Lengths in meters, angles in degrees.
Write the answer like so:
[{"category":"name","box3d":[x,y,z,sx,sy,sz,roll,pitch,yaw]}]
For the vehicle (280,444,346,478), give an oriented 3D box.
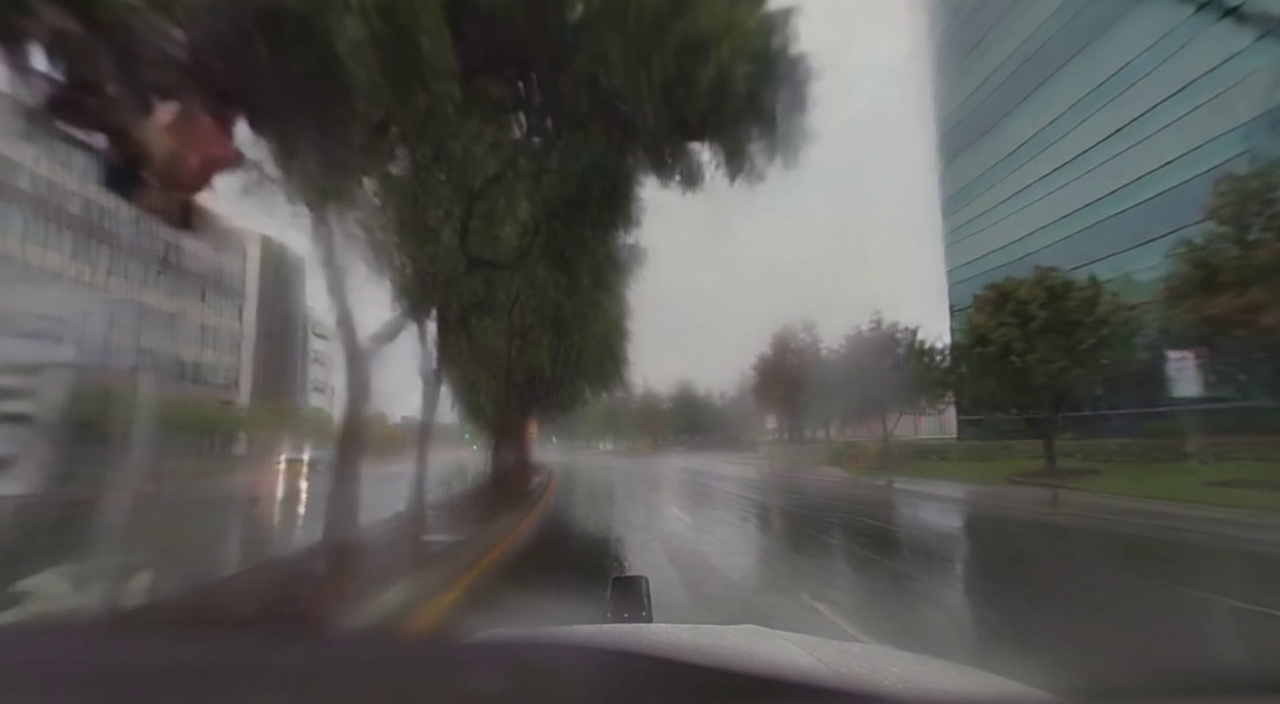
[{"category":"vehicle","box3d":[-18.924,6.308,36.742,2.091,1.809,4.550,2,-9,-10]}]
